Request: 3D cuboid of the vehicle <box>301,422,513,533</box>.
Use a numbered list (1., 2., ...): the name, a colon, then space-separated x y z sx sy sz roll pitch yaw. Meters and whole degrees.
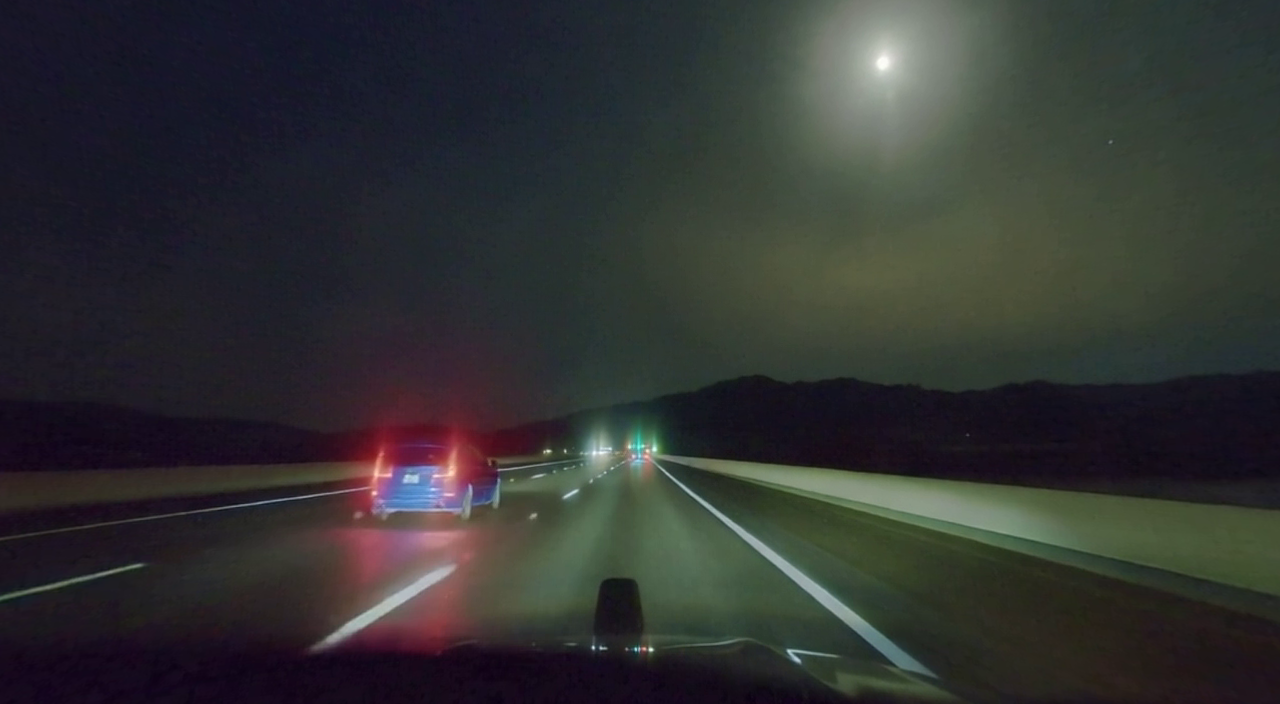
1. vehicle: -4.236 2.396 12.666 2.272 1.759 5.058 0 -9 1
